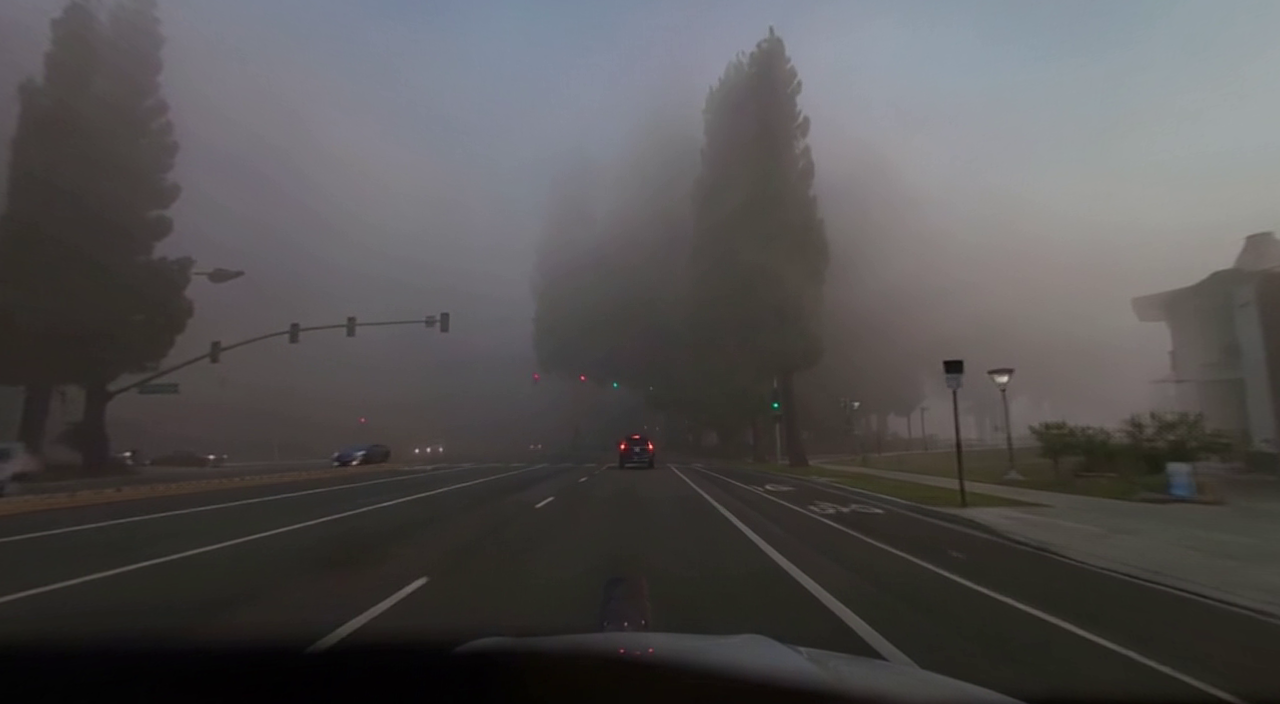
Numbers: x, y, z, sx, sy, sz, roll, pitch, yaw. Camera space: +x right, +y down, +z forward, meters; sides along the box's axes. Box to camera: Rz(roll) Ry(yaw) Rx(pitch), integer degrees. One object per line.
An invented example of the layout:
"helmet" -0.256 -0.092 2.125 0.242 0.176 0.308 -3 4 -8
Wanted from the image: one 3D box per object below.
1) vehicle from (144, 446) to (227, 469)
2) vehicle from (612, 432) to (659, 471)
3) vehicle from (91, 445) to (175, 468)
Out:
"vehicle" -31.931 7.390 44.330 4.504 1.524 2.226 -2 -9 14
"vehicle" -0.220 4.842 30.910 2.169 1.751 4.276 0 -8 0
"vehicle" -39.197 8.075 48.791 4.713 1.693 2.018 0 -8 2
